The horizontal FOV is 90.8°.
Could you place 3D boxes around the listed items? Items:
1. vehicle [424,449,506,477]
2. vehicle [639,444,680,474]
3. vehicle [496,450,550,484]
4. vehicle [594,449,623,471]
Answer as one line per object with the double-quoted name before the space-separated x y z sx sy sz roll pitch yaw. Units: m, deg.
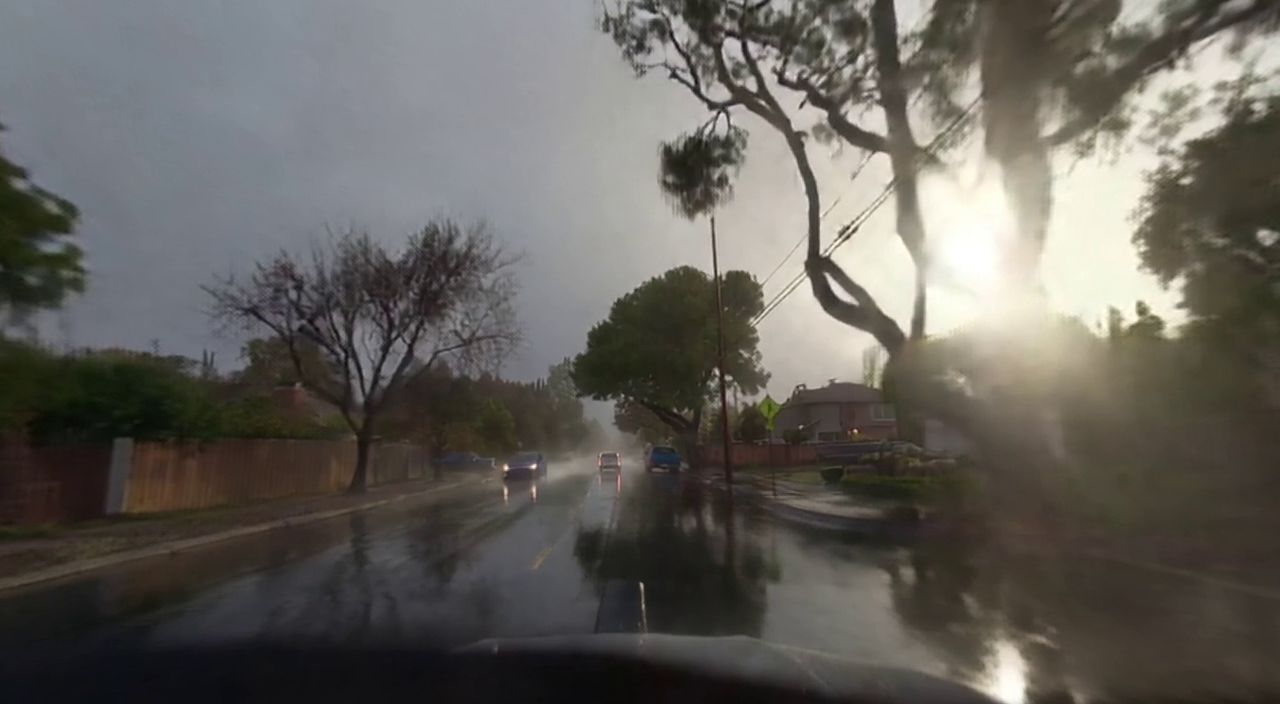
"vehicle" -11.712 7.456 42.515 4.947 1.769 2.023 0 -9 -1
"vehicle" 1.249 7.387 44.036 2.394 1.901 5.759 0 -9 -3
"vehicle" -5.786 5.719 31.710 1.926 1.513 4.236 0 -9 0
"vehicle" -2.324 7.974 46.765 2.064 1.477 3.968 0 -9 -2
